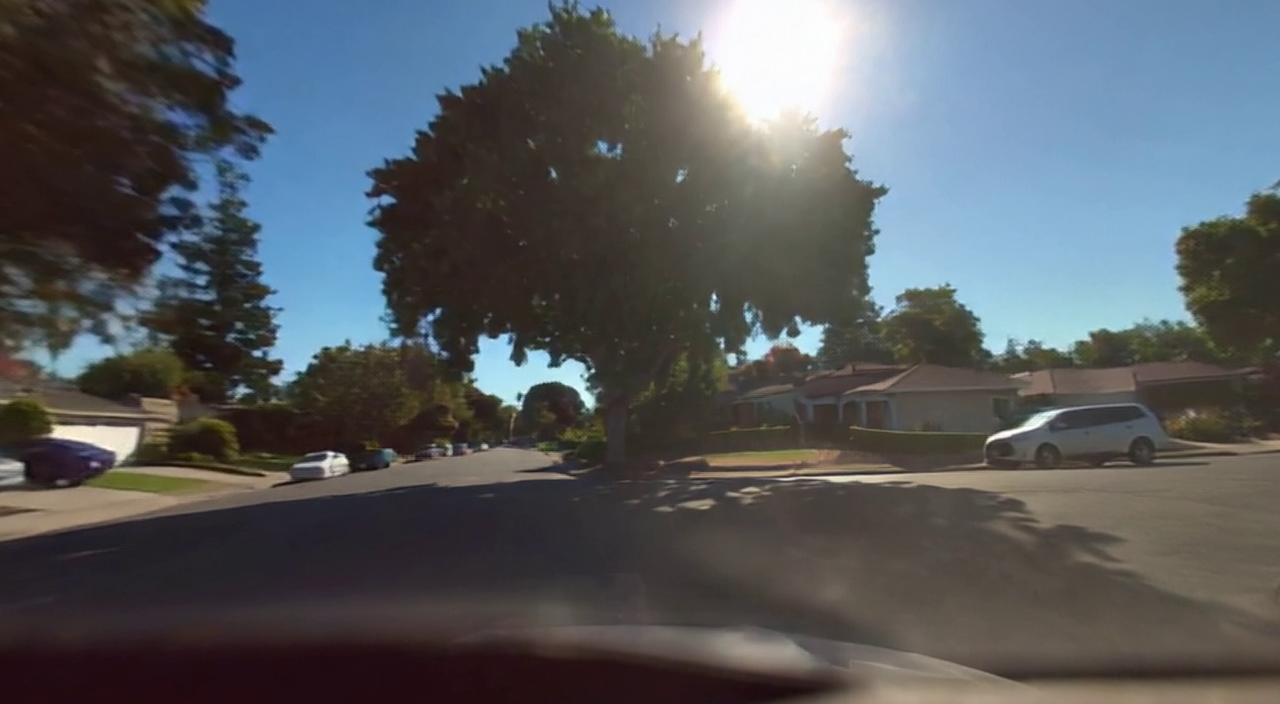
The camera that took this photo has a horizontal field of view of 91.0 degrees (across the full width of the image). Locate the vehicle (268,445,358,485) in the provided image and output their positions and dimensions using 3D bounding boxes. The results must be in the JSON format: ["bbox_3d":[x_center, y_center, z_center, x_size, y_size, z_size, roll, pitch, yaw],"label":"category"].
[{"bbox_3d":[-13.944,4.794,27.193,2.040,1.525,5.212,2,-9,-12],"label":"vehicle"}]

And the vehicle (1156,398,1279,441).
[{"bbox_3d":[28.738,3.425,31.201,2.029,1.747,4.373,2,-11,-11],"label":"vehicle"}]

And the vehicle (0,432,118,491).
[{"bbox_3d":[-20.793,3.631,20.928,4.683,1.849,2.044,2,-9,-14],"label":"vehicle"}]

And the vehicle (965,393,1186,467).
[{"bbox_3d":[13.674,2.515,19.826,6.088,2.084,2.337,3,-10,-18],"label":"vehicle"}]
